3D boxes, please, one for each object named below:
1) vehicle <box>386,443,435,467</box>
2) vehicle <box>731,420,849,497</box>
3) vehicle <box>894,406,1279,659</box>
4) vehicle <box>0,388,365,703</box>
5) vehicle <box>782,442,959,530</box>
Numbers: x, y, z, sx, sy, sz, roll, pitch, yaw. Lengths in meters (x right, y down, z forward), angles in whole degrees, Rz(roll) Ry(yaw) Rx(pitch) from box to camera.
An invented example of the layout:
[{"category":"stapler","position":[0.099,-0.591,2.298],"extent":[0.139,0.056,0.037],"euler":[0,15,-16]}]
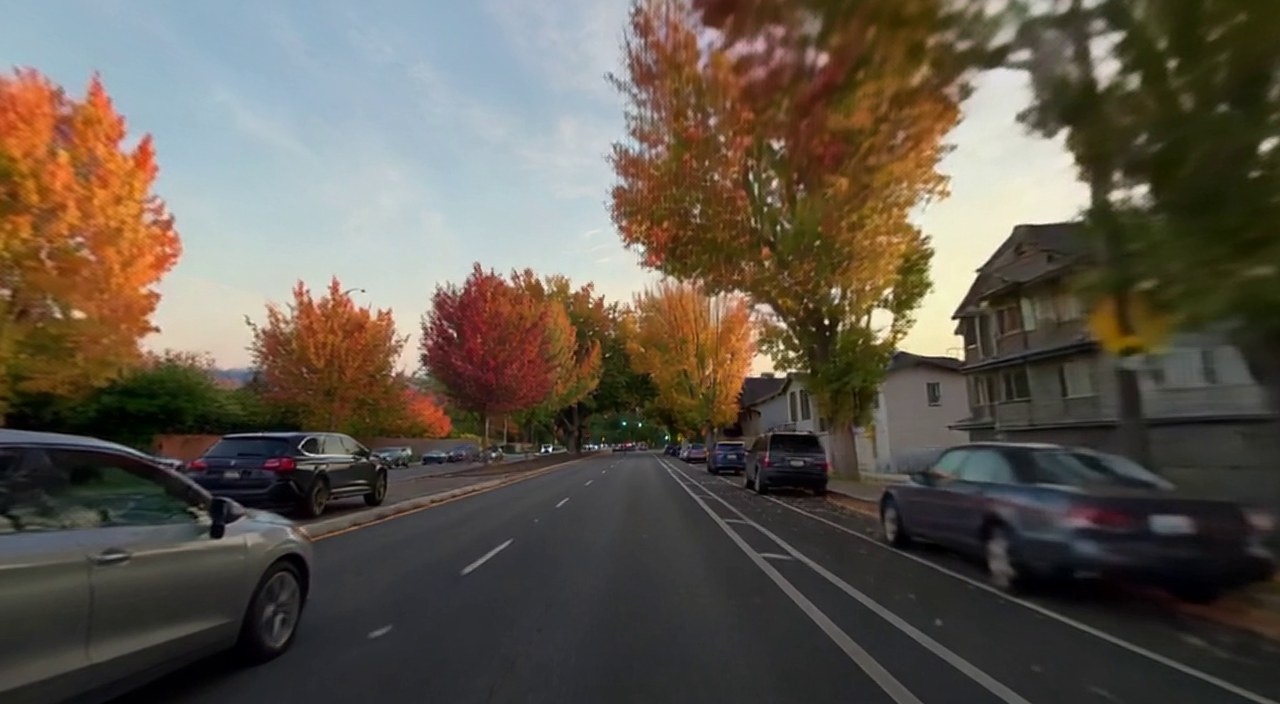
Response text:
[{"category":"vehicle","position":[-17.037,7.634,46.900],"extent":[1.912,1.681,4.444],"euler":[0,-9,1]},{"category":"vehicle","position":[4.631,3.443,20.781],"extent":[2.374,2.104,6.508],"euler":[0,-9,1]},{"category":"vehicle","position":[4.544,1.544,6.481],"extent":[1.950,1.668,4.414],"euler":[1,-9,-1]},{"category":"vehicle","position":[-3.222,0.944,2.716],"extent":[1.982,1.478,4.465],"euler":[0,-9,1]},{"category":"vehicle","position":[4.578,2.715,13.415],"extent":[1.876,1.510,4.637],"euler":[1,-9,-2]}]
